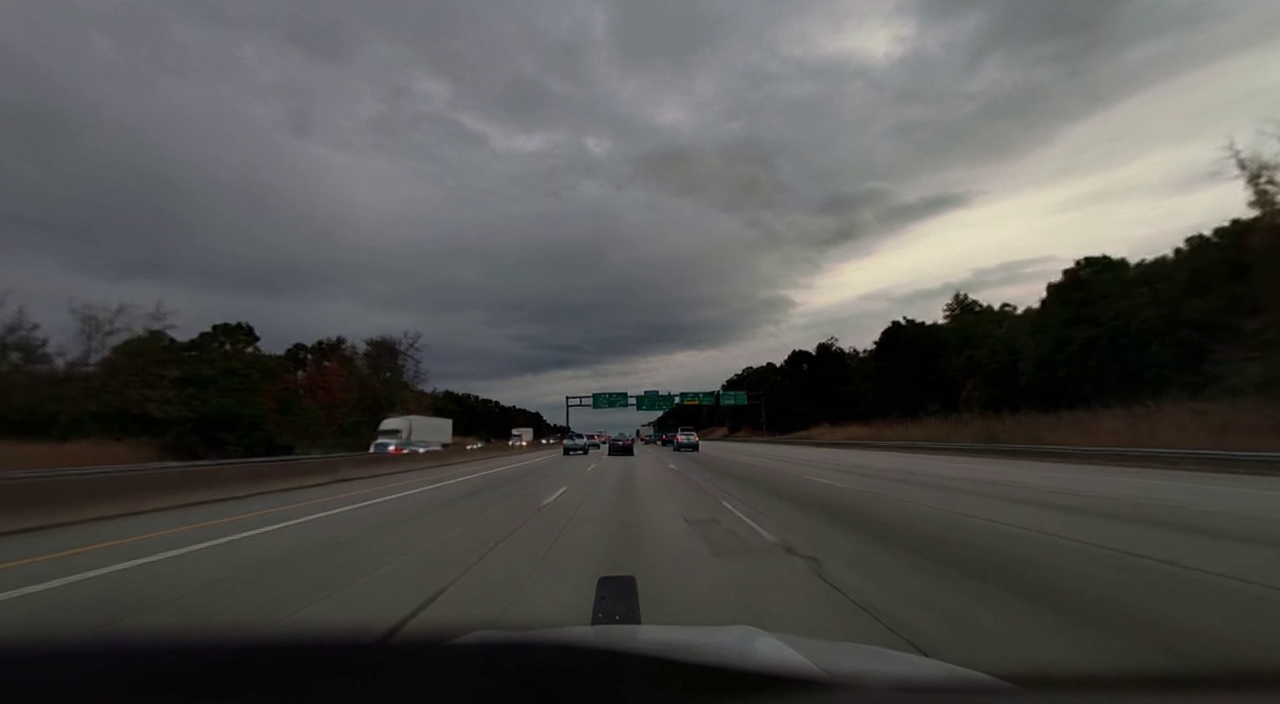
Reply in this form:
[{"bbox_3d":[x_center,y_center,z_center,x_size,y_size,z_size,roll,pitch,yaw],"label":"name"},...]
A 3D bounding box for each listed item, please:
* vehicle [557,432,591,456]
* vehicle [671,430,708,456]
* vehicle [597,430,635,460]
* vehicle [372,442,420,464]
[{"bbox_3d":[-4.810,6.745,46.339,2.046,1.658,4.008,0,-8,0],"label":"vehicle"},{"bbox_3d":[3.312,6.221,43.129,2.066,1.673,4.225,0,-8,-2],"label":"vehicle"},{"bbox_3d":[-1.432,5.491,37.328,2.119,1.629,3.946,0,-8,-2],"label":"vehicle"},{"bbox_3d":[-17.454,7.232,45.176,1.800,1.497,4.109,0,-8,0],"label":"vehicle"}]
